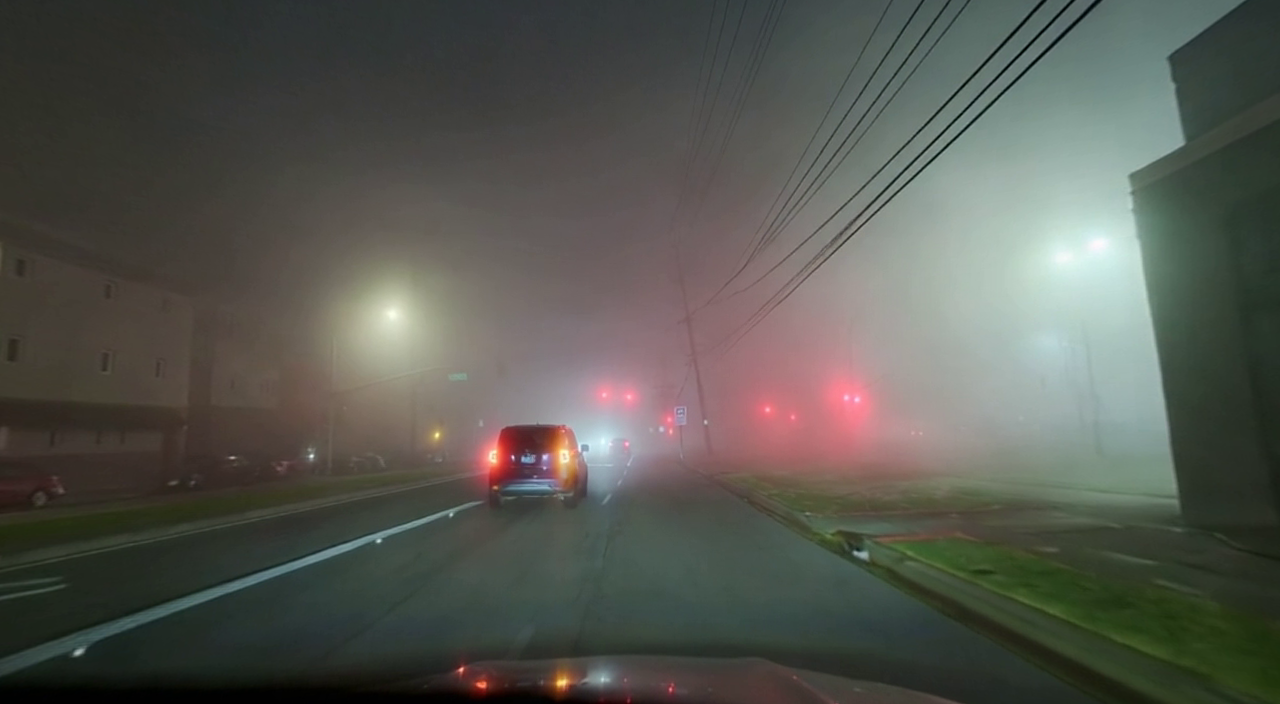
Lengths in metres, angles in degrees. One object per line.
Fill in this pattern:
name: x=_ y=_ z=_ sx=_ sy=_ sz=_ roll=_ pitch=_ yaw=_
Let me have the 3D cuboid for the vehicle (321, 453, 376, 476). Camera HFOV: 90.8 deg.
vehicle: x=-20.505 y=7.902 z=44.634 sx=1.826 sy=1.430 sz=4.426 roll=0 pitch=-9 yaw=-1

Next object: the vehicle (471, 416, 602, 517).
vehicle: x=-1.948 y=2.323 z=13.224 sx=2.022 sy=1.757 sz=4.041 roll=0 pitch=-9 yaw=0

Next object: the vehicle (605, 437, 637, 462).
vehicle: x=-1.282 y=6.828 z=44.330 sx=2.144 sy=1.681 sz=3.855 roll=0 pitch=-9 yaw=-1

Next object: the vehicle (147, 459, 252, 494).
vehicle: x=-20.457 y=5.759 z=29.596 sx=1.790 sy=1.415 sz=4.450 roll=0 pitch=-9 yaw=-2

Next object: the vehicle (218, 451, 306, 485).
vehicle: x=-20.420 y=6.266 z=34.391 sx=1.989 sy=1.689 sz=4.388 roll=0 pitch=-9 yaw=1
